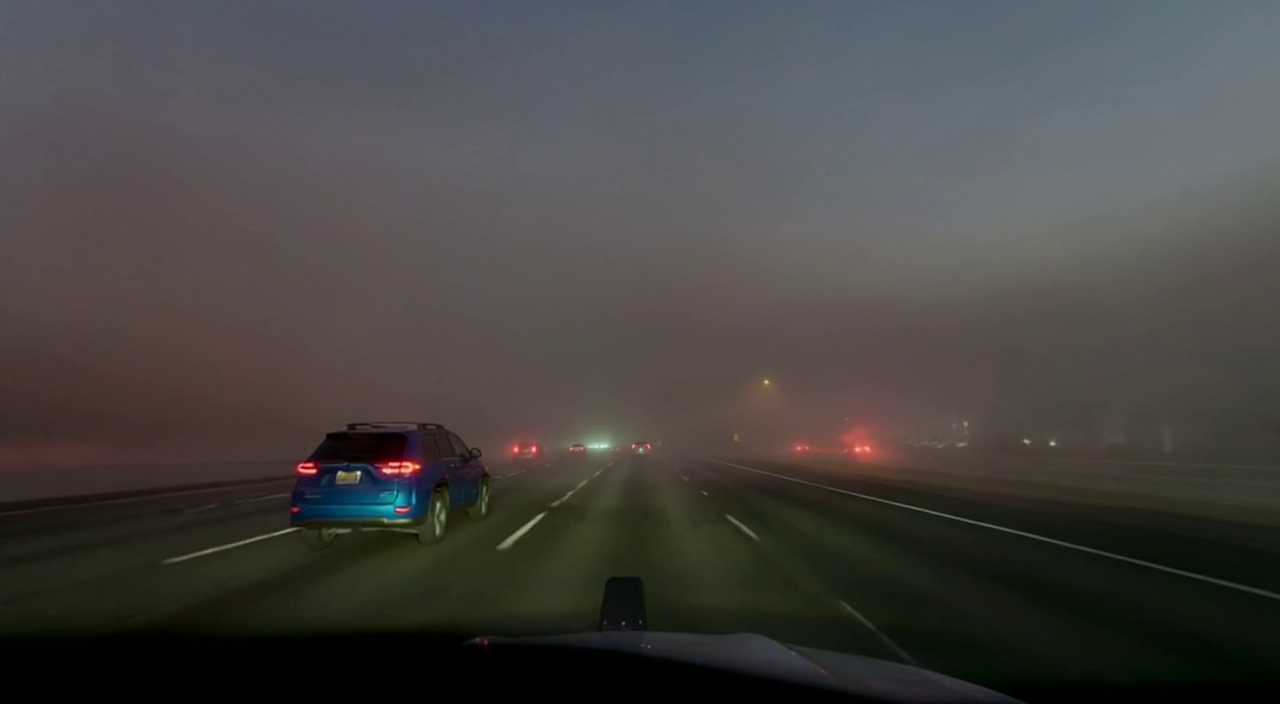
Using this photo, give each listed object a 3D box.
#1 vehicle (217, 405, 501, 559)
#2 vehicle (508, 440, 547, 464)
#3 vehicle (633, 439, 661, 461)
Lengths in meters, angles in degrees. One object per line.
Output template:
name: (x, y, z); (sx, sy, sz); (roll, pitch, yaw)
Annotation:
vehicle: (-3.760, 1.835, 9.598); (2.214, 1.759, 4.435); (-1, -8, 1)
vehicle: (-7.798, 6.966, 43.980); (1.871, 1.542, 4.371); (0, -8, 0)
vehicle: (0.496, 7.537, 48.747); (2.023, 1.589, 4.030); (0, -8, -1)
